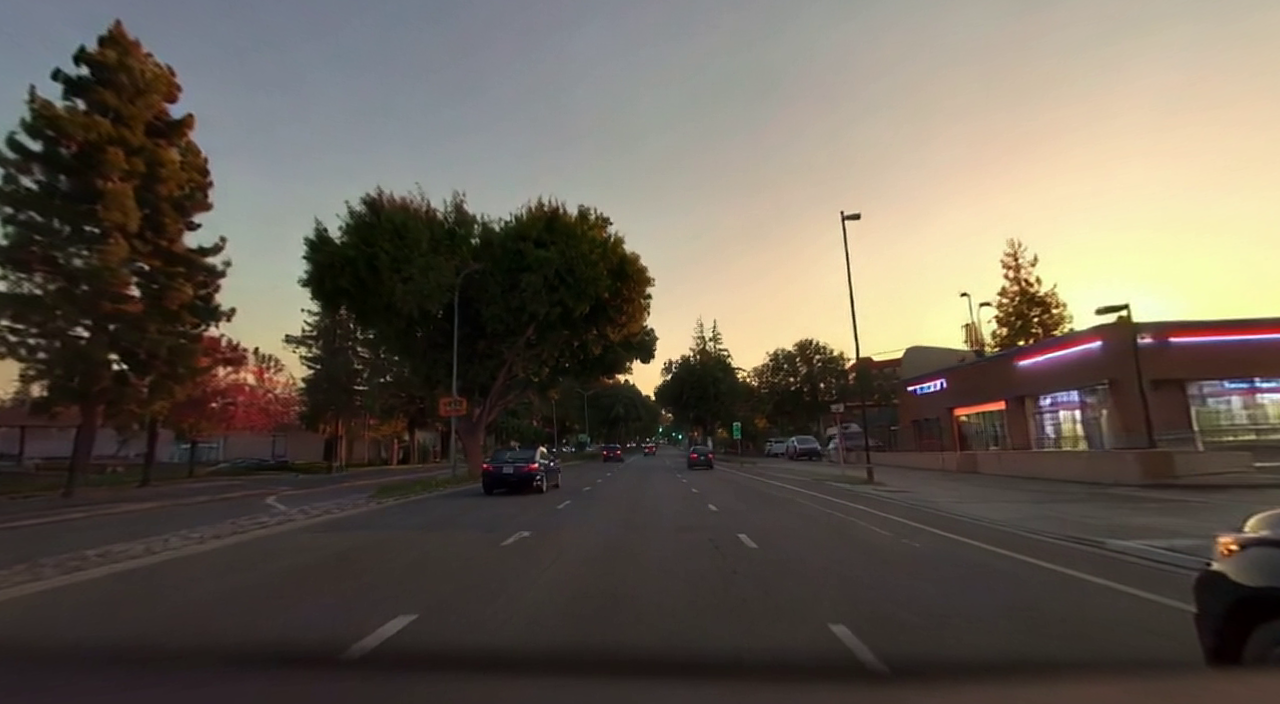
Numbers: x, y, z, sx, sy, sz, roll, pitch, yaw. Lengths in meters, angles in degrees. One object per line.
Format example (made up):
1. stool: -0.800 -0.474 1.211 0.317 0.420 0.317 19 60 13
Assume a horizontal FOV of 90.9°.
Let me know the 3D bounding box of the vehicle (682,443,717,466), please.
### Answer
1. vehicle: 3.974 6.898 42.627 1.883 1.465 3.975 0 -8 -1

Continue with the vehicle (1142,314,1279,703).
1. vehicle: 3.181 0.496 0.342 2.041 1.764 4.550 0 -8 0

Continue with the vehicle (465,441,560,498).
1. vehicle: -3.578 3.369 18.586 1.803 1.463 4.422 0 -8 1
